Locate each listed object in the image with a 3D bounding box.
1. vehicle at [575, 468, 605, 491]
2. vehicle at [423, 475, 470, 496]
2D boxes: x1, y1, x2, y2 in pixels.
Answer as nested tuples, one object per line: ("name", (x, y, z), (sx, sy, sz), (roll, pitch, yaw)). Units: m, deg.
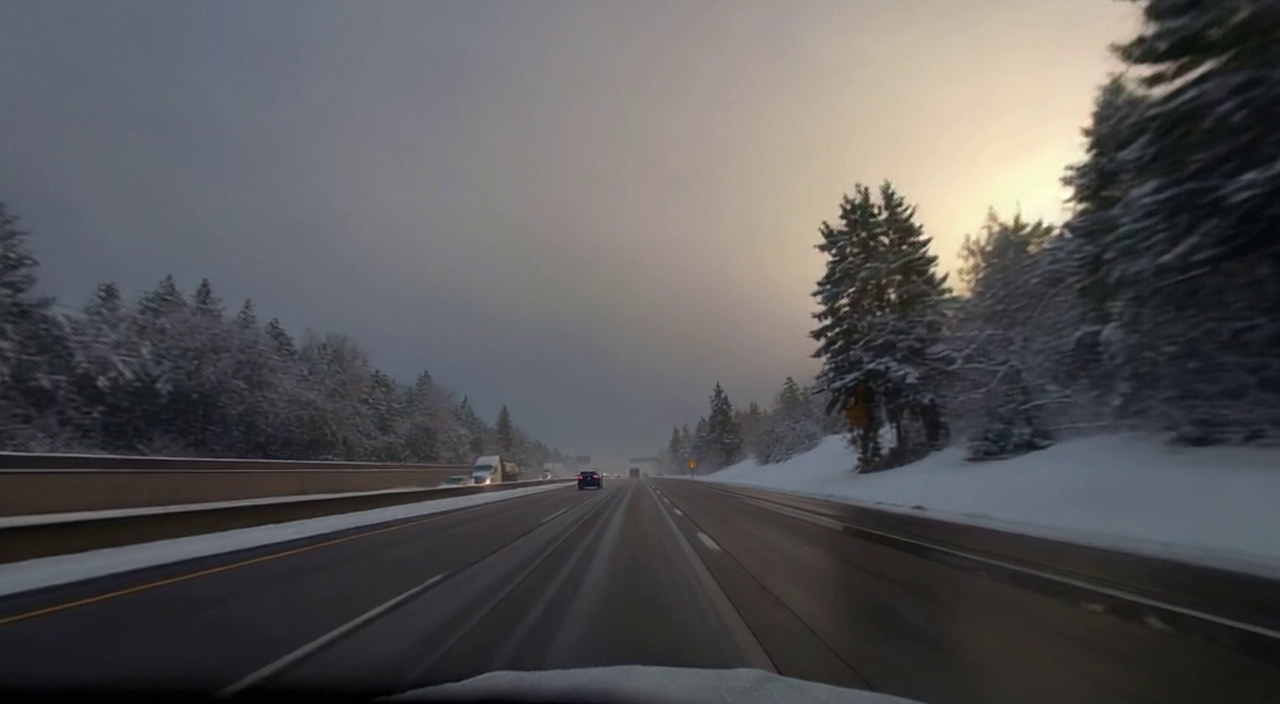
("vehicle", (-3.582, 9.212, 45.639), (1.863, 1.486, 3.852), (1, -10, -1))
("vehicle", (-14.851, 10.296, 48.688), (2.025, 1.444, 4.483), (0, -10, 2))
